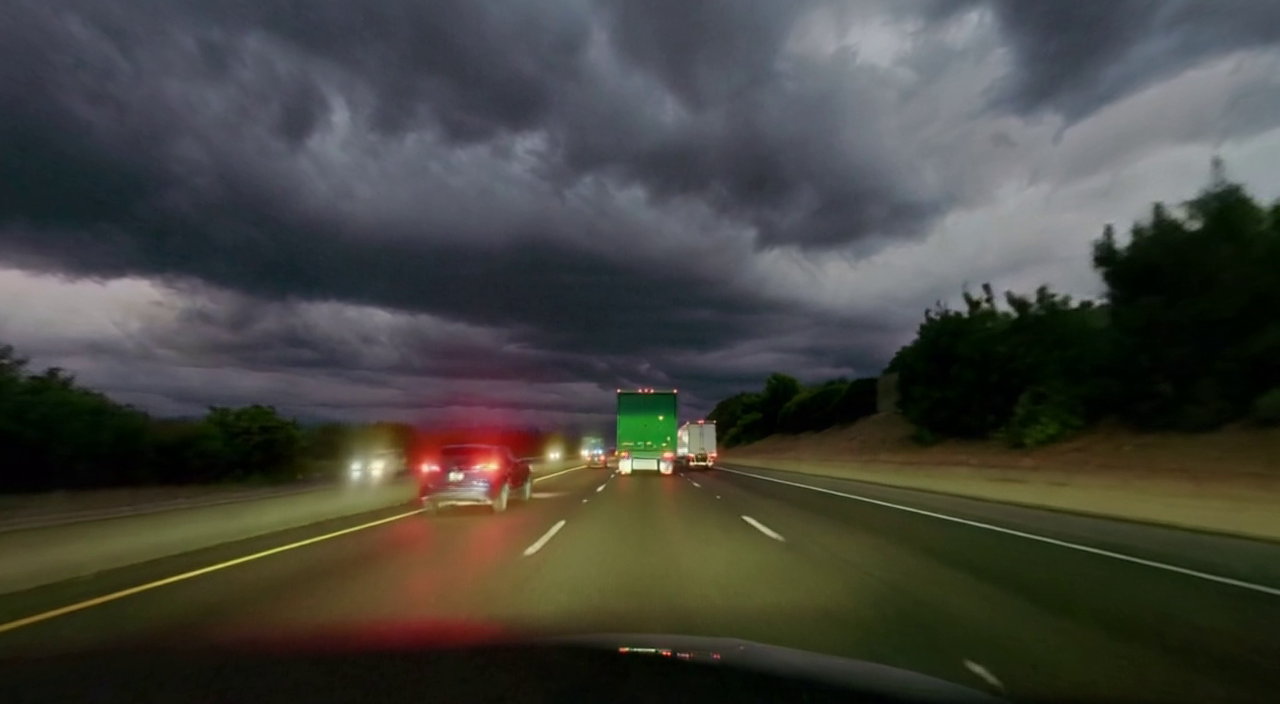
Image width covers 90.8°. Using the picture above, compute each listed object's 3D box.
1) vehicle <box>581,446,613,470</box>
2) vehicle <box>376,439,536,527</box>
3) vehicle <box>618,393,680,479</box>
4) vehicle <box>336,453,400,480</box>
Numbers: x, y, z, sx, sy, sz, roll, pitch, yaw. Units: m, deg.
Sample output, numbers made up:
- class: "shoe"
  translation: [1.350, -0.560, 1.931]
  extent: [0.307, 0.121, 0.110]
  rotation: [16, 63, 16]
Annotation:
- class: "vehicle"
  translation: [-3.225, 8.110, 48.421]
  extent: [2.173, 1.657, 4.401]
  rotation: [0, -9, -1]
- class: "vehicle"
  translation: [-3.572, 2.613, 13.125]
  extent: [2.050, 1.517, 3.996]
  rotation: [0, -9, 1]
- class: "vehicle"
  translation: [0.417, 4.801, 35.287]
  extent: [2.932, 4.042, 11.054]
  rotation: [0, -9, 0]
- class: "vehicle"
  translation: [-18.258, 7.684, 42.621]
  extent: [2.015, 1.655, 5.025]
  rotation: [0, -9, 1]
